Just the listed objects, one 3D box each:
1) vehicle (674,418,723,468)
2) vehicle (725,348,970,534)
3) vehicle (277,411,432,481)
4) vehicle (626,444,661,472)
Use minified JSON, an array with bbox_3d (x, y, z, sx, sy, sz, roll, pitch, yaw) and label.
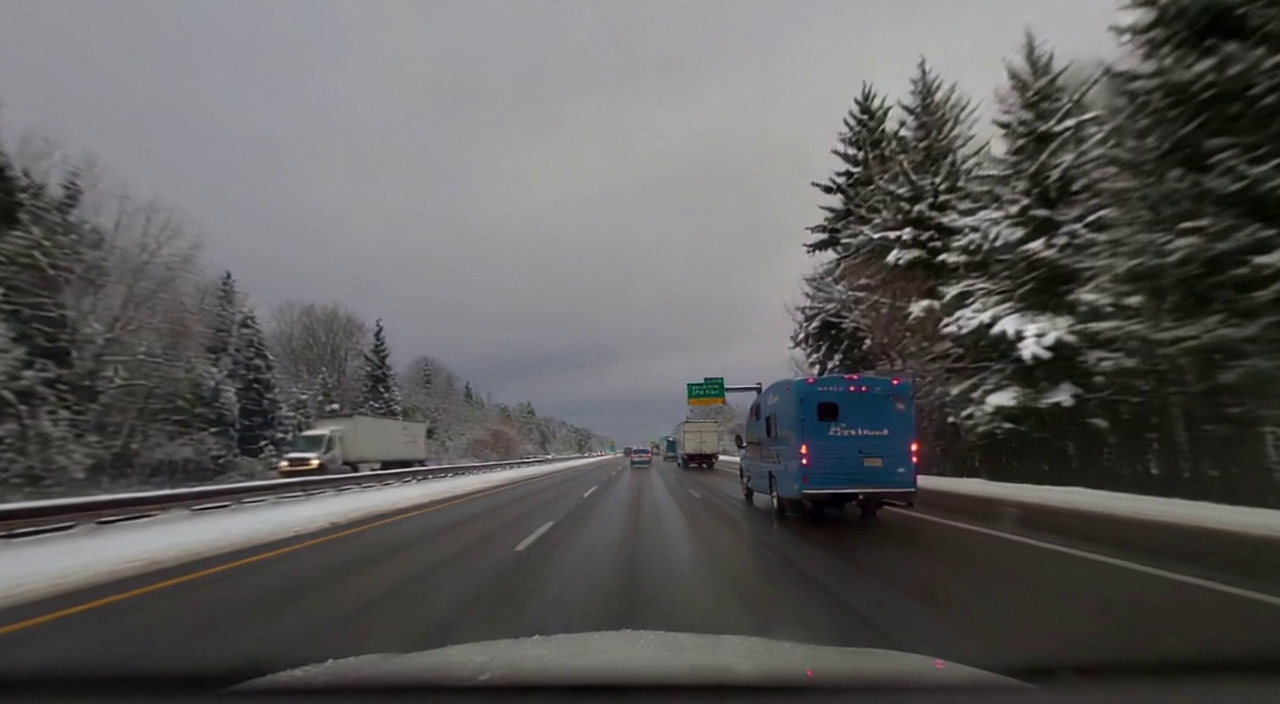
[{"bbox_3d":[4.362,7.117,48.985,2.931,3.530,8.760,0,-9,0],"label":"vehicle"},{"bbox_3d":[3.846,1.977,13.914,2.698,3.001,7.323,0,-9,-1],"label":"vehicle"},{"bbox_3d":[-19.191,6.706,44.692,3.059,3.980,16.984,0,-9,0],"label":"vehicle"},{"bbox_3d":[0.231,6.879,40.967,2.151,1.678,3.923,0,-9,0],"label":"vehicle"}]
